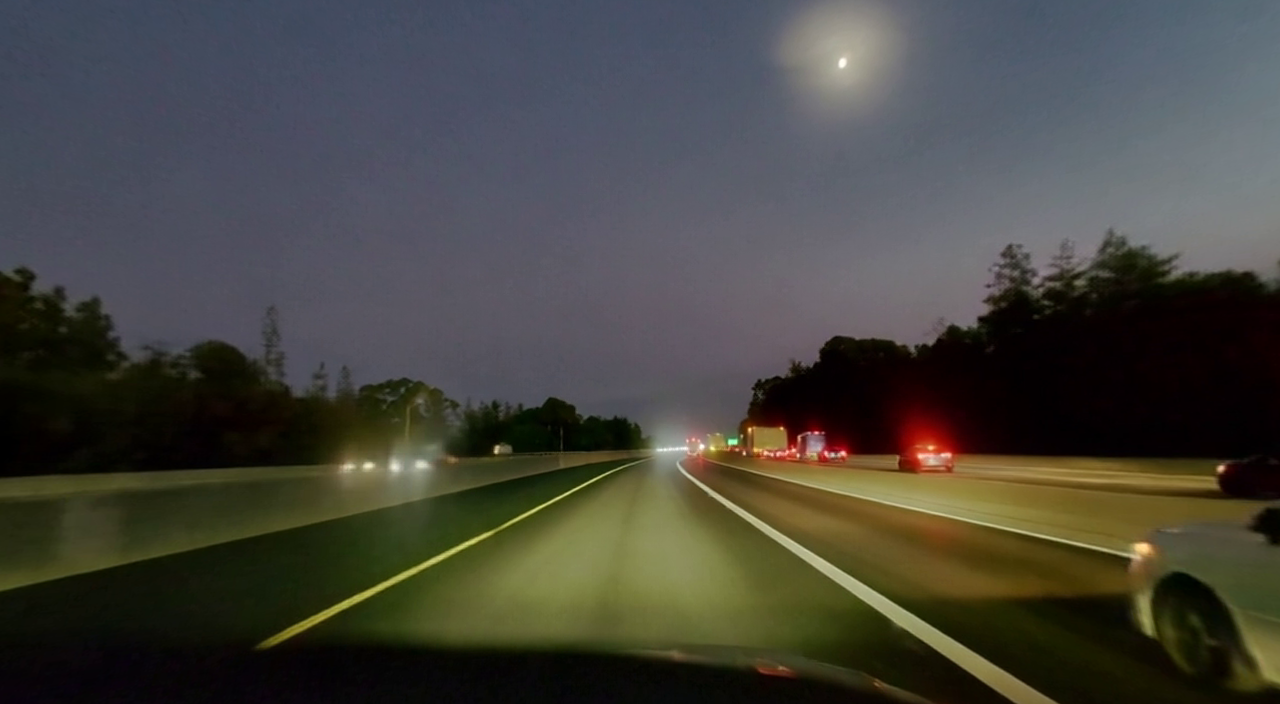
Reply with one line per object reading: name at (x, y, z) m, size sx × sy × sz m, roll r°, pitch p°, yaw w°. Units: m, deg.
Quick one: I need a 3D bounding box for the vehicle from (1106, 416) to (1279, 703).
vehicle at (4.015, 0.872, 1.930) m, size 1.938 × 1.456 × 4.204 m, roll 0°, pitch -9°, yaw 0°

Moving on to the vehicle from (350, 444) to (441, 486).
vehicle at (-10.741, 4.994, 28.164) m, size 2.075 × 1.691 × 4.654 m, roll 0°, pitch -9°, yaw 2°
